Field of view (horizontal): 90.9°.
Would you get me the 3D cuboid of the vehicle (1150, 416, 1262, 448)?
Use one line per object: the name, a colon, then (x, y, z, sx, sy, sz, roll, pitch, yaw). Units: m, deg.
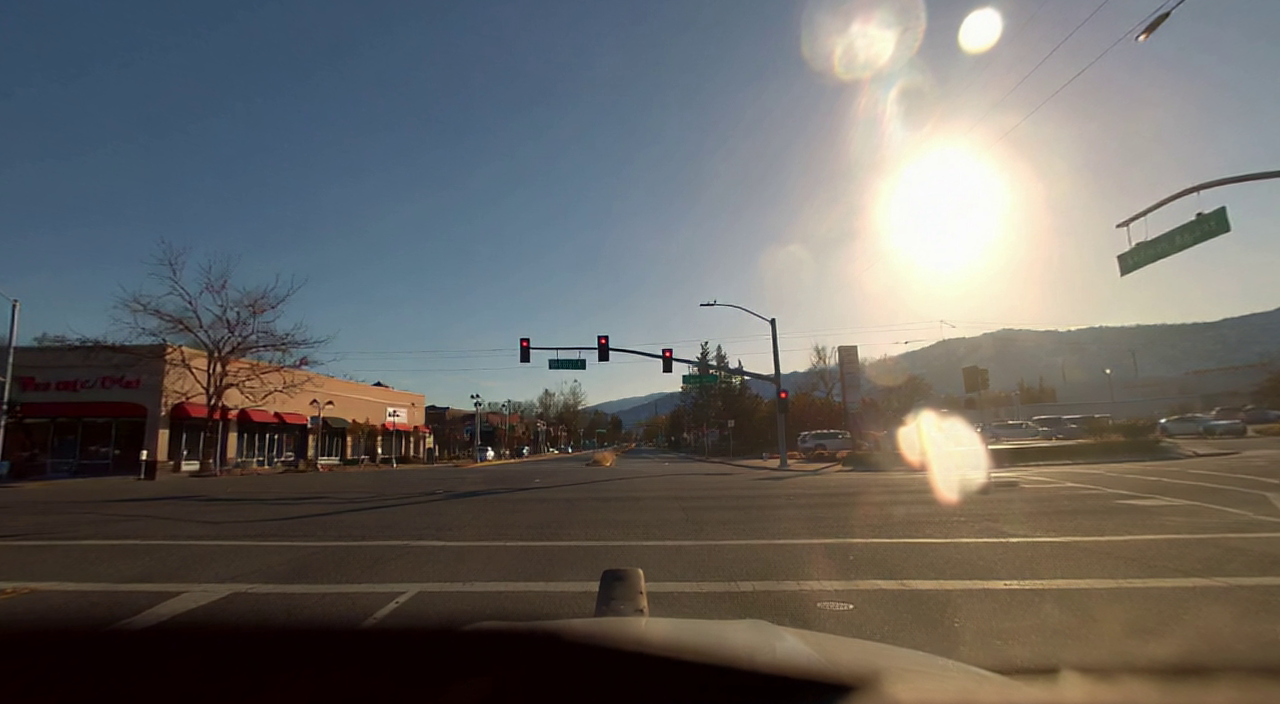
vehicle: (28.297, 4.073, 31.706, 1.799, 1.459, 4.266, 0, -8, 3)
